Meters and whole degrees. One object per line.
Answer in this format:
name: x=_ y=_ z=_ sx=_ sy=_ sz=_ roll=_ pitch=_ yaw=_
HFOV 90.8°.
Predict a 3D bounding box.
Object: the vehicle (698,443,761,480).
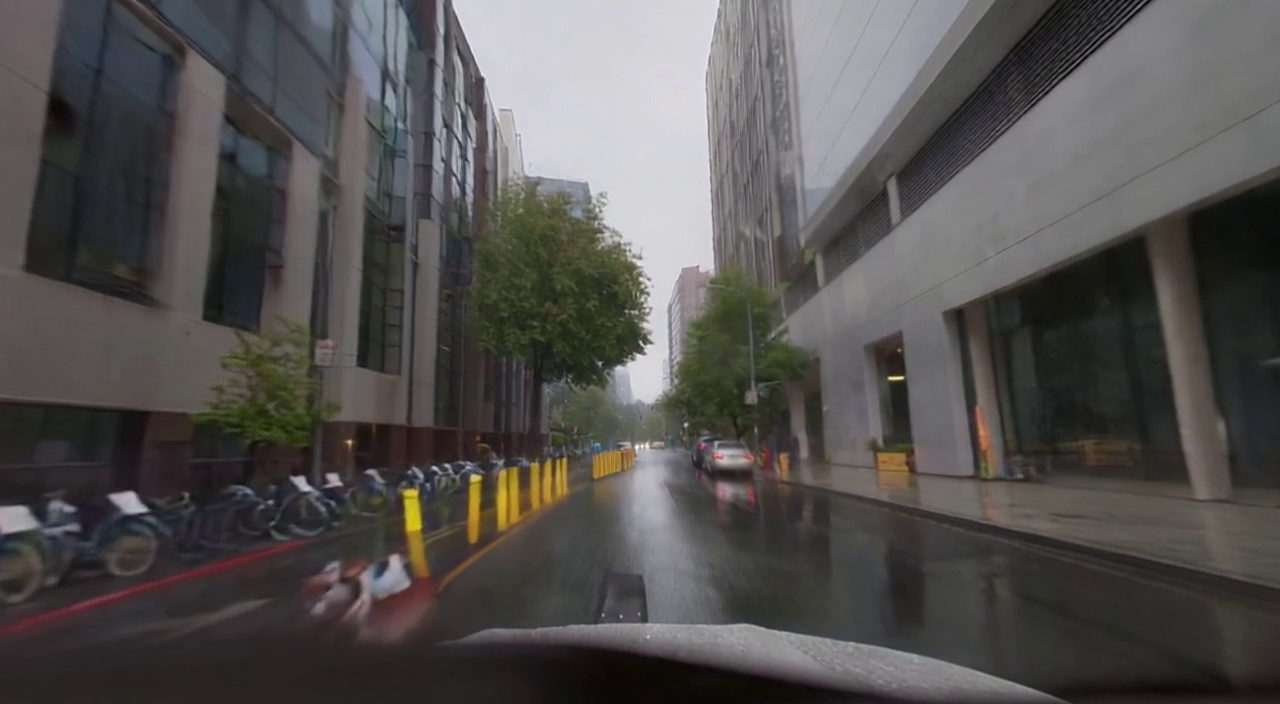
vehicle: x=3.804 y=4.708 z=27.515 sx=2.020 sy=1.448 sz=4.220 roll=-1 pitch=-8 yaw=-1
